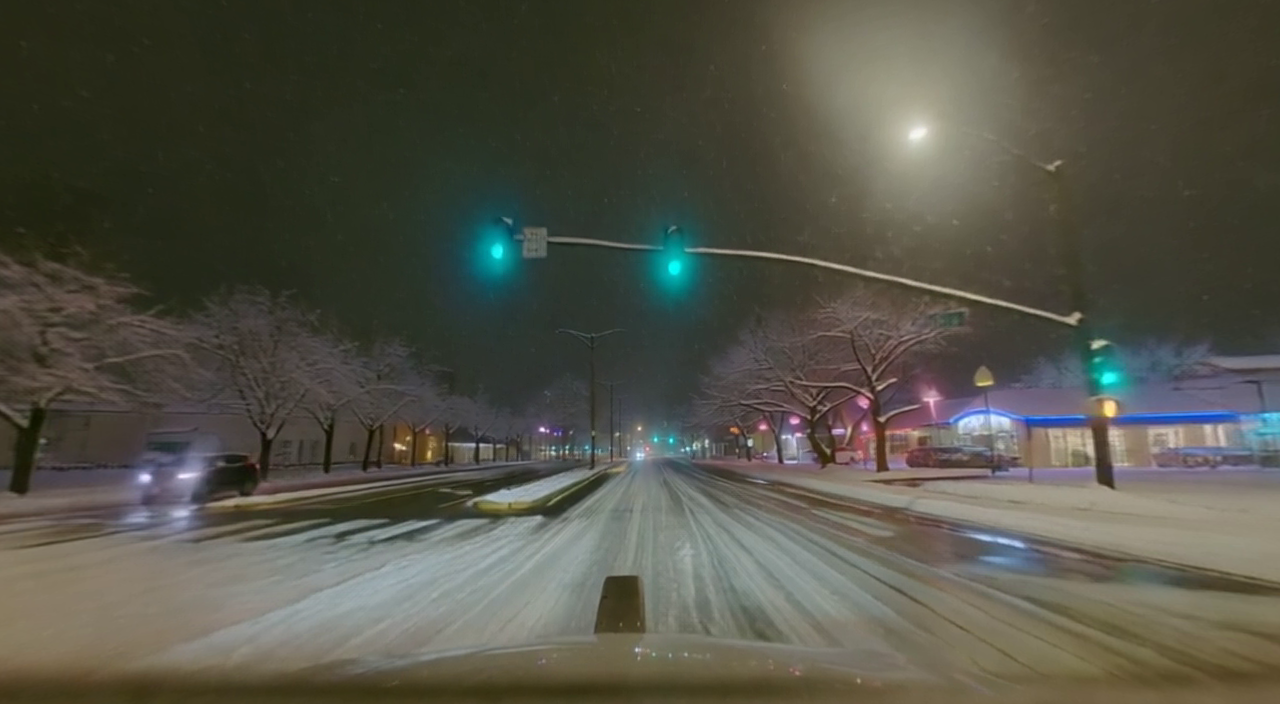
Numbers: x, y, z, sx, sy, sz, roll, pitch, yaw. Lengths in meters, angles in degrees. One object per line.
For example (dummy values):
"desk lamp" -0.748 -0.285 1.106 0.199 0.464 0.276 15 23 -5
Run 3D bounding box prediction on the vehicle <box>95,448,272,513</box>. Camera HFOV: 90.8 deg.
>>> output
"vehicle" -12.934 3.612 18.332 1.892 1.639 4.311 0 -9 0

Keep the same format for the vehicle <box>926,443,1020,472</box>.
"vehicle" 19.814 6.264 37.719 4.468 1.635 2.017 0 -9 -3

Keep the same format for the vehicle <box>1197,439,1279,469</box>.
"vehicle" 33.441 5.486 34.185 4.608 1.558 2.032 0 -9 0
